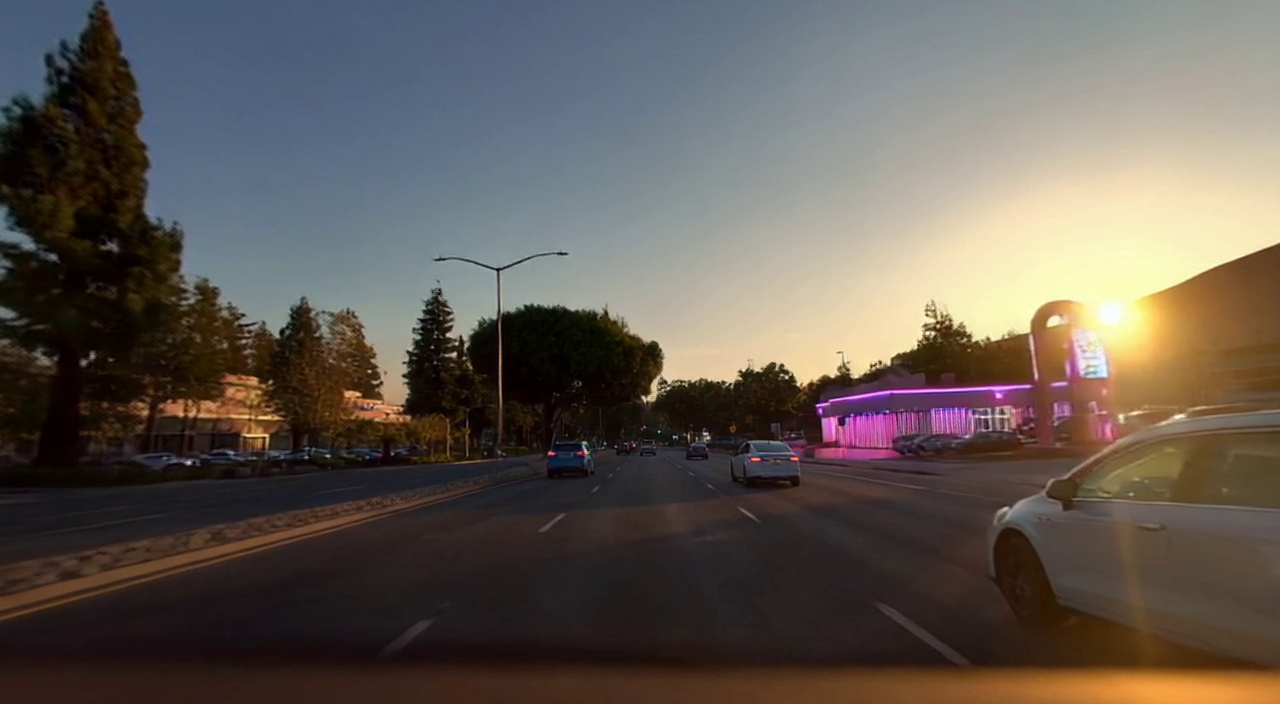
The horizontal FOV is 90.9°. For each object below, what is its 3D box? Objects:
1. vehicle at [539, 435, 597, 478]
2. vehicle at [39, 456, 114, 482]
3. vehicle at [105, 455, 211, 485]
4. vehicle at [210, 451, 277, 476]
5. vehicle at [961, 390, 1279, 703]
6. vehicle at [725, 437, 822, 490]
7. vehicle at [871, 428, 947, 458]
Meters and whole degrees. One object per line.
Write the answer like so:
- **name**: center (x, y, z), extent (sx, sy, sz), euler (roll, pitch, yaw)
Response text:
- **vehicle**: center (-3.096, 4.610, 27.995), extent (1.981, 1.731, 4.360), euler (0, -8, 1)
- **vehicle**: center (-43.765, 9.067, 49.120), extent (1.895, 1.764, 4.510), euler (0, -8, -5)
- **vehicle**: center (-29.153, 7.090, 38.242), extent (1.998, 1.623, 4.681), euler (-8, -11, 41)
- **vehicle**: center (-30.726, 8.641, 49.001), extent (1.925, 1.776, 4.722), euler (-1, -8, 4)
- **vehicle**: center (3.599, 0.931, 2.734), extent (1.976, 1.491, 4.714), euler (0, -8, 1)
- **vehicle**: center (4.141, 3.539, 20.400), extent (2.036, 1.480, 4.659), euler (0, -8, -1)
- **vehicle**: center (20.796, 7.079, 49.215), extent (2.705, 2.011, 7.332), euler (-3, -8, 1)
